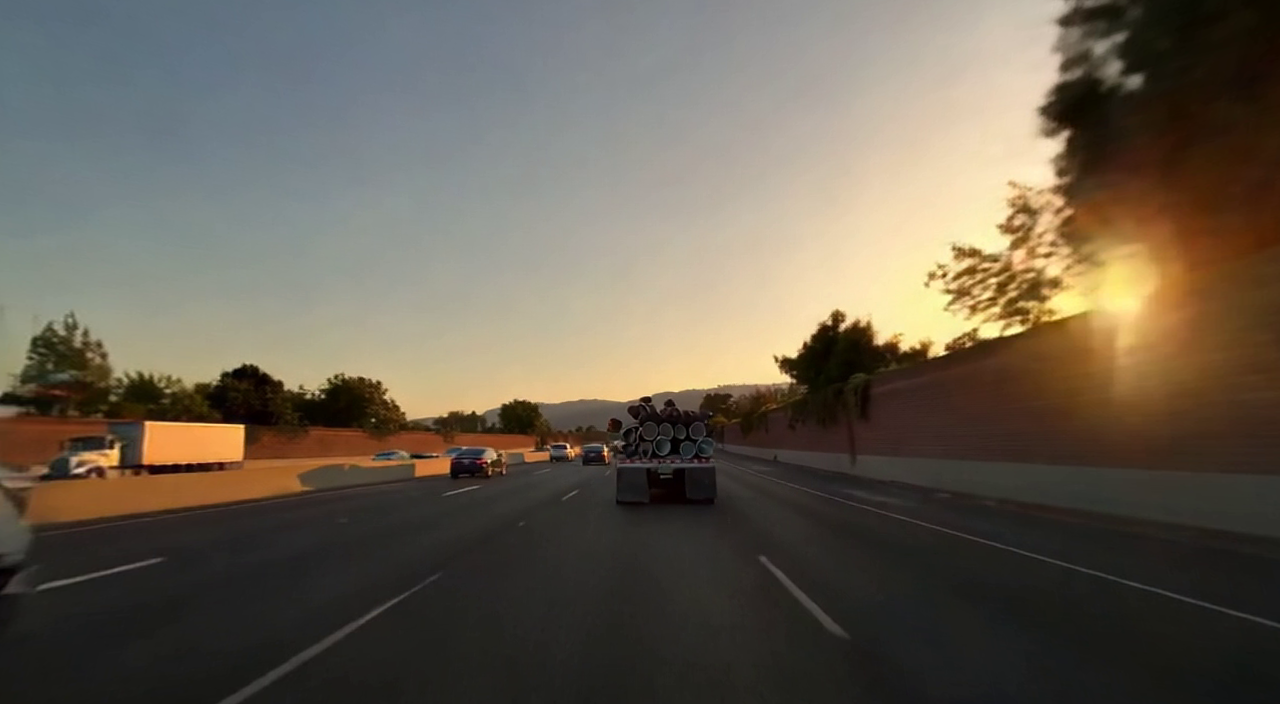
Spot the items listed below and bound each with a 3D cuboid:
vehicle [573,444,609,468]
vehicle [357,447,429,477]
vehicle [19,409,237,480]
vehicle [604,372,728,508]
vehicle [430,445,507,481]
[{"bbox_3d":[-3.302,7.038,42.950,1.974,1.475,4.538,0,-8,1],"label":"vehicle"},{"bbox_3d":[-12.940,5.753,33.328,1.908,1.473,4.552,0,-8,1],"label":"vehicle"},{"bbox_3d":[-29.914,5.590,38.212,2.724,3.582,12.661,0,-8,-1],"label":"vehicle"},{"bbox_3d":[0.444,2.592,18.560,2.798,3.071,8.412,0,-8,-2],"label":"vehicle"},{"bbox_3d":[-7.553,4.911,28.323,2.006,1.458,4.700,0,-8,2],"label":"vehicle"}]
